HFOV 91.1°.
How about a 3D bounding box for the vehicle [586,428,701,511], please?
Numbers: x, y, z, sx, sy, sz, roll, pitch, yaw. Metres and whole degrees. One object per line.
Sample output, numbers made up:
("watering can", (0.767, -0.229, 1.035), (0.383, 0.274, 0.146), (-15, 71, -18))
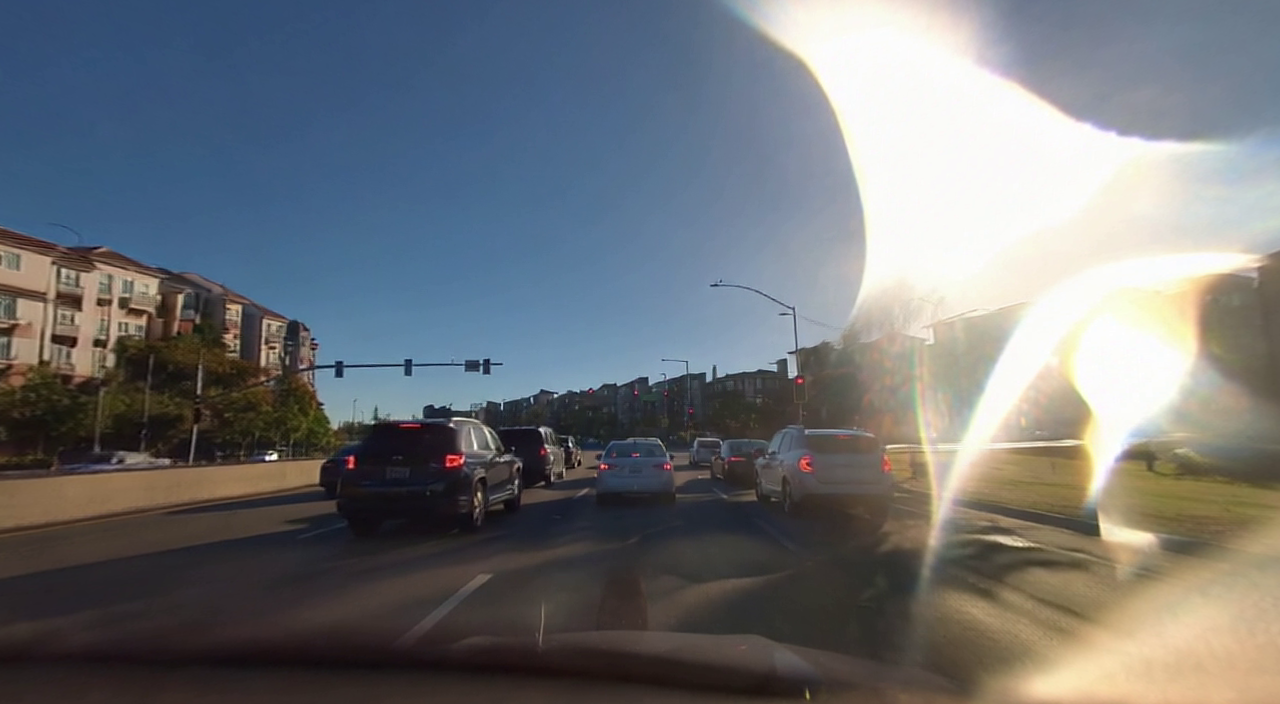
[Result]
("vehicle", (0.043, 2.366, 13.082), (2.021, 1.461, 3.862), (0, -8, 0))

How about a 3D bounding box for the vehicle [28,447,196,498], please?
("vehicle", (-21.347, 4.831, 25.842), (2.219, 1.786, 5.705), (1, -8, -4))

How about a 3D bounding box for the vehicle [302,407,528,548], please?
("vehicle", (-3.134, 1.843, 9.867), (1.912, 1.703, 4.261), (0, -8, 1))

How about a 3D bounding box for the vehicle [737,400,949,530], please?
("vehicle", (3.255, 1.945, 11.328), (2.141, 1.833, 4.704), (0, -8, -2))
